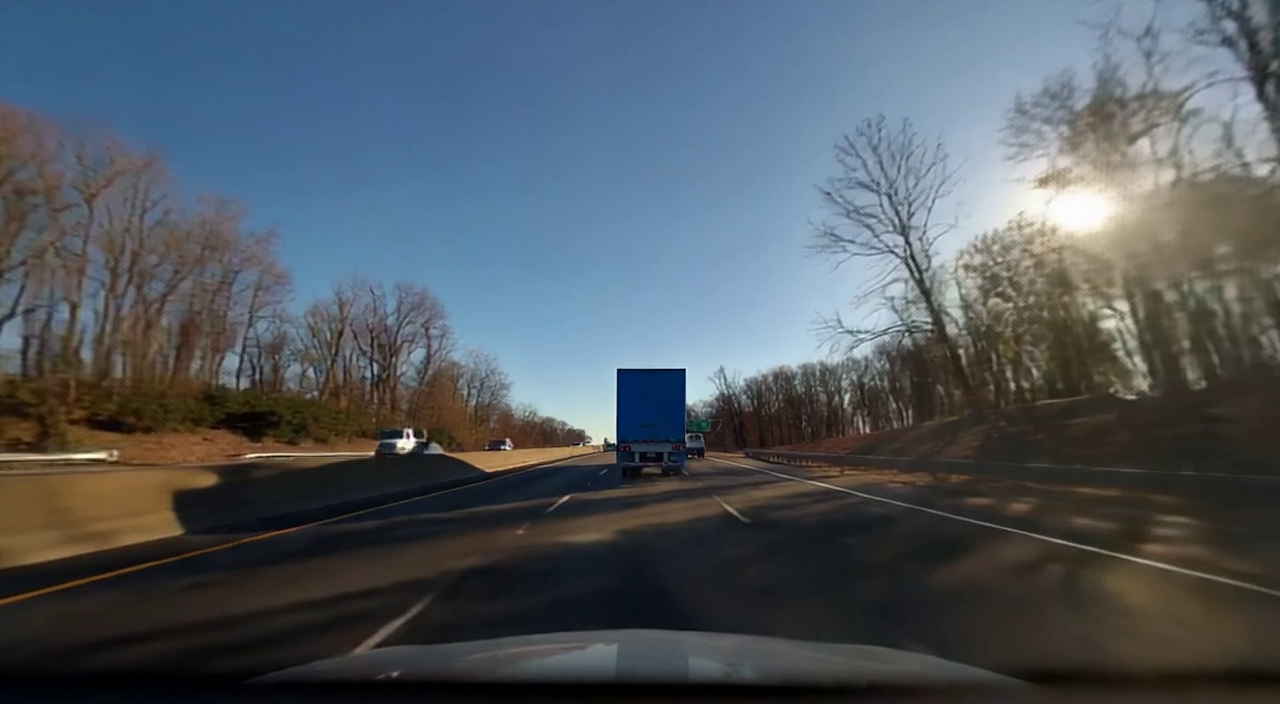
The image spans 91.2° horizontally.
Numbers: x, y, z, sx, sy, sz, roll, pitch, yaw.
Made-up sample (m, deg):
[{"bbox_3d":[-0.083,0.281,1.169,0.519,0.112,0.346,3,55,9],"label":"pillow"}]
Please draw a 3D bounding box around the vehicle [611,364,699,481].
[{"bbox_3d":[0.566,3.179,26.930,3.010,4.039,10.481,0,-8,1],"label":"vehicle"}]

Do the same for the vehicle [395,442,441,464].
[{"bbox_3d":[-16.880,7.694,47.891,1.847,1.585,4.252,0,-8,1],"label":"vehicle"}]
